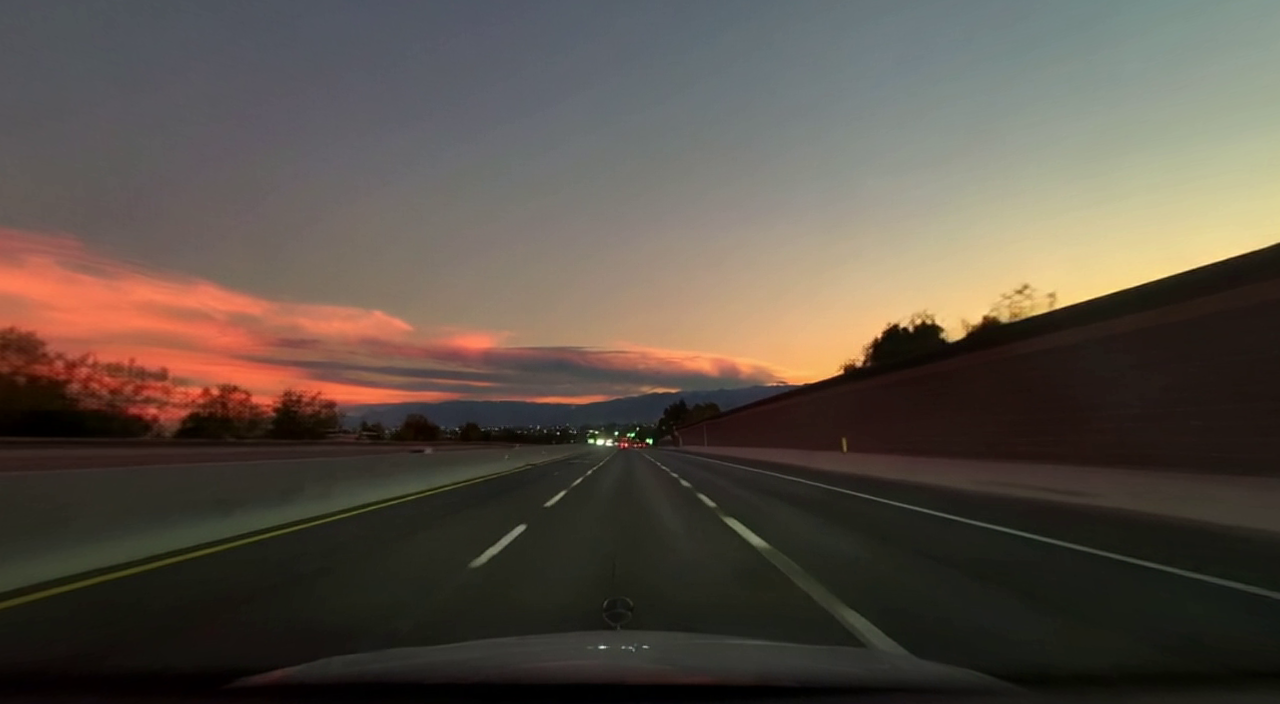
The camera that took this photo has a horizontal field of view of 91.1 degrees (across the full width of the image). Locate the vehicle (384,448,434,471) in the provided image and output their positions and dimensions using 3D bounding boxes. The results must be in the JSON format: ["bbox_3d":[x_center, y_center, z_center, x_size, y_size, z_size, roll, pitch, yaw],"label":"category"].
[{"bbox_3d":[-16.212,7.543,44.322,1.883,1.510,4.040,0,-8,1],"label":"vehicle"}]
